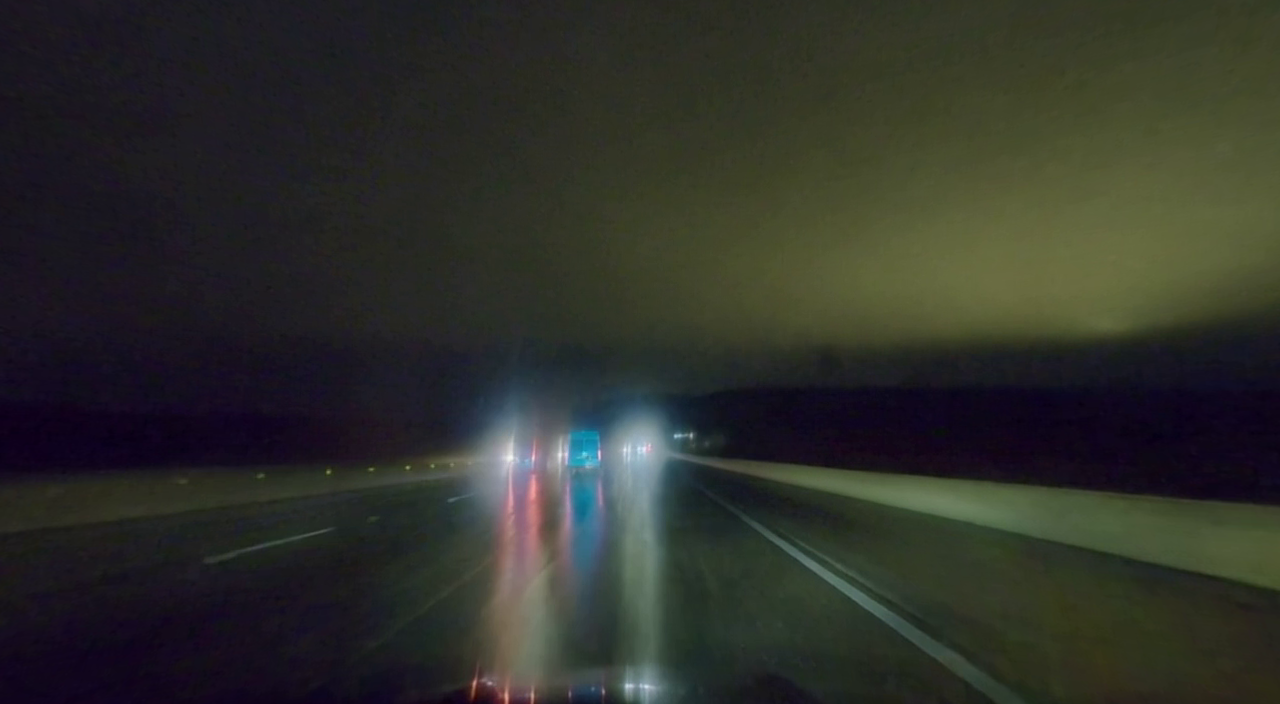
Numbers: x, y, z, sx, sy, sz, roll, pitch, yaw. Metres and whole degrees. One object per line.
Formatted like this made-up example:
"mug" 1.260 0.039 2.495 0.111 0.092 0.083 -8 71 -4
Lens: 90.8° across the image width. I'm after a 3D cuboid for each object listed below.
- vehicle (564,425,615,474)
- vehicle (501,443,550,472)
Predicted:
"vehicle" -2.814 5.694 36.800 2.437 2.565 5.829 0 -9 1
"vehicle" -7.066 6.585 39.431 2.164 1.664 4.252 0 -9 1
